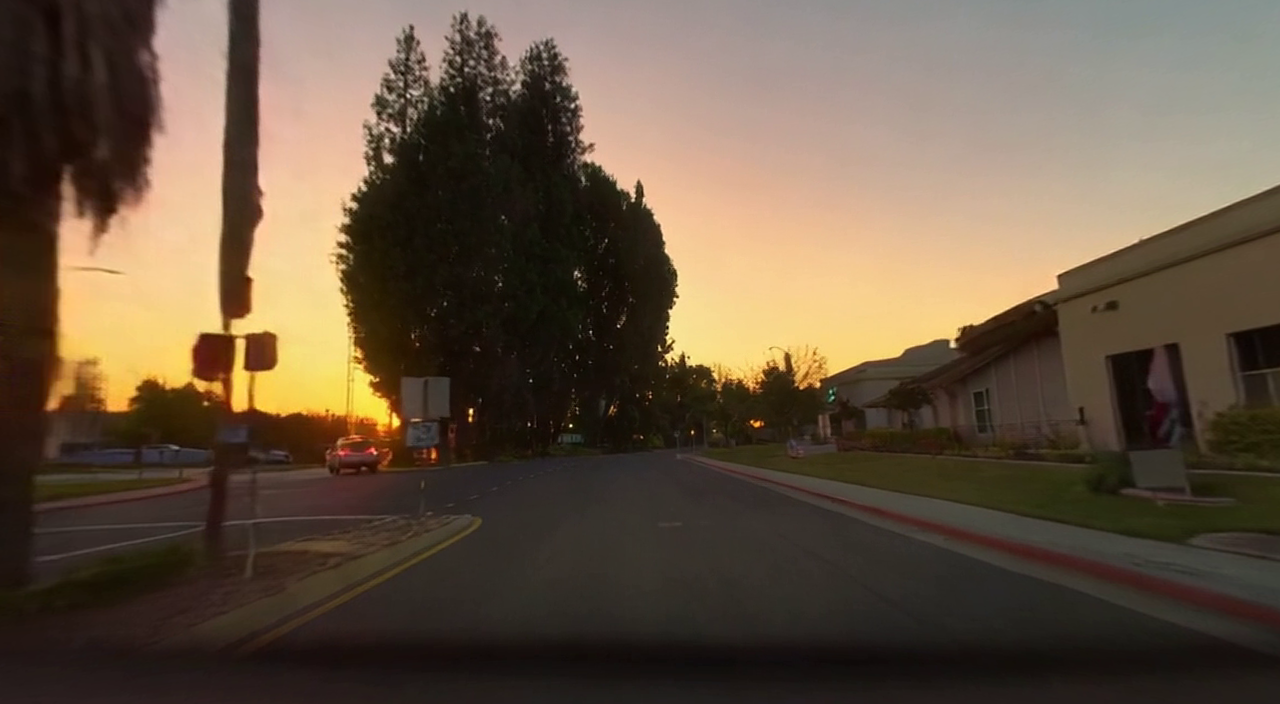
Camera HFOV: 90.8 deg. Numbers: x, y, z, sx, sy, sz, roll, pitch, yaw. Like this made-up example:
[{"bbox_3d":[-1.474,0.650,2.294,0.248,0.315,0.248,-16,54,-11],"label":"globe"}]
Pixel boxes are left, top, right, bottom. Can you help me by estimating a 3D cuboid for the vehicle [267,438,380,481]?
[{"bbox_3d":[-14.991,5.070,29.952,4.651,1.863,2.174,-4,-9,23],"label":"vehicle"}]
